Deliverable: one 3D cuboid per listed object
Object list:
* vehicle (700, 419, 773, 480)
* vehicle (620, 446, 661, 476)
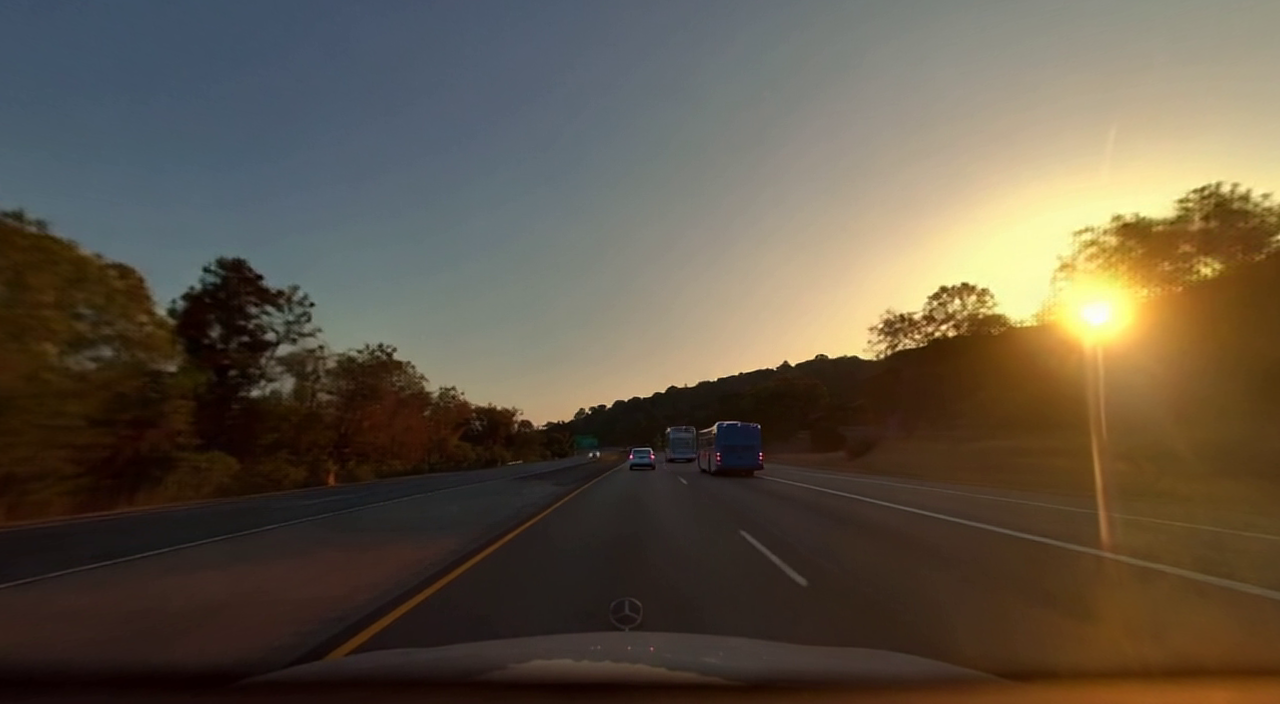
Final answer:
[{"bbox_3d":[4.362,4.615,29.736,2.440,2.555,5.957,0,-9,0],"label":"vehicle"},{"bbox_3d":[0.022,5.639,32.851,2.004,1.449,3.817,0,-9,-1],"label":"vehicle"}]
